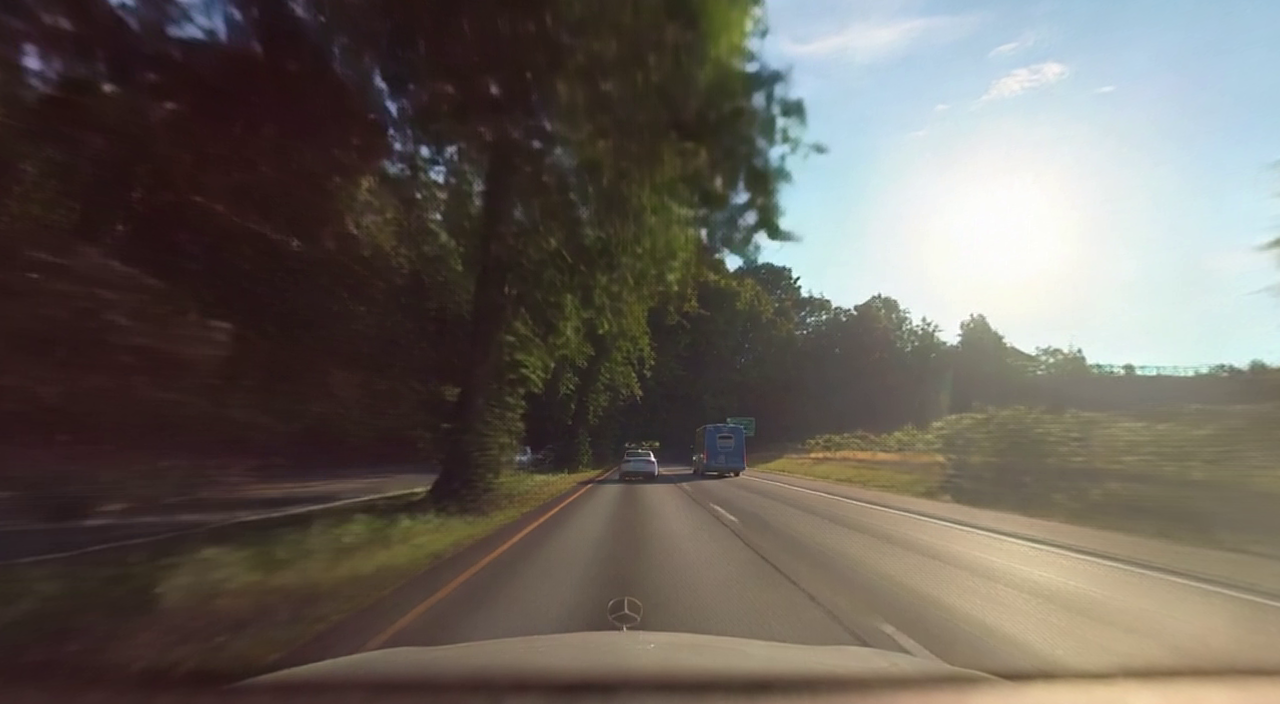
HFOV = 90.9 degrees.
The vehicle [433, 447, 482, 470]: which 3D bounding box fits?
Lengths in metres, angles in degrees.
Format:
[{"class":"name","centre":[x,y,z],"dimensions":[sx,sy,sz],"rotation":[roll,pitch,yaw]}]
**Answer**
[{"class":"vehicle","centre":[-12.089,7.080,42.082],"dimensions":[1.836,1.406,4.624],"rotation":[0,-9,1]}]

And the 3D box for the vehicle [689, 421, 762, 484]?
[{"class":"vehicle","centre":[3.867,4.727,29.806],"dimensions":[2.513,2.633,5.930],"rotation":[0,-9,-1]}]

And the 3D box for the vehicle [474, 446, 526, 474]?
[{"class":"vehicle","centre":[-7.809,6.078,35.557],"dimensions":[1.888,1.466,4.355],"rotation":[0,-9,0]}]

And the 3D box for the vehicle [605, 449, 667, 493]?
[{"class":"vehicle","centre":[-0.161,4.177,22.500],"dimensions":[2.037,1.417,3.885],"rotation":[0,-9,-1]}]
